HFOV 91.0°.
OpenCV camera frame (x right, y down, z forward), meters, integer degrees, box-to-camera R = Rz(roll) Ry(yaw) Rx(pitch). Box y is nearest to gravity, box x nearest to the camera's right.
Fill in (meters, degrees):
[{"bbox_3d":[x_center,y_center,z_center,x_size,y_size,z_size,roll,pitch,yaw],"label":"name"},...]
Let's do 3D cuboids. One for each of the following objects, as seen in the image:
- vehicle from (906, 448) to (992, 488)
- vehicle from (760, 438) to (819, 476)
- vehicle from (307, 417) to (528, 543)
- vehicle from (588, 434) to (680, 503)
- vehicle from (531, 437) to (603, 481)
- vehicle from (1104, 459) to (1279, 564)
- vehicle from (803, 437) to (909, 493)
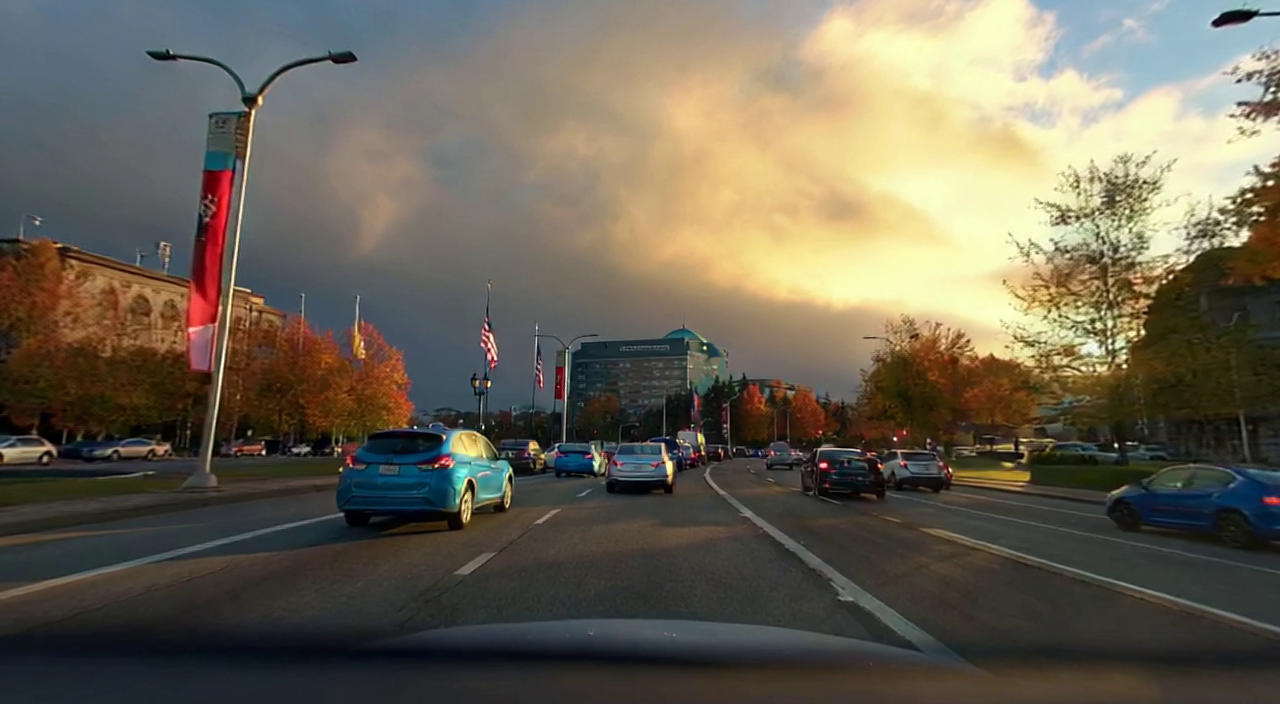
[{"bbox_3d":[14.929,5.600,30.732,2.087,1.745,4.673,0,-9,4],"label":"vehicle"},{"bbox_3d":[7.403,5.229,31.613,2.017,1.746,4.727,0,-9,3],"label":"vehicle"},{"bbox_3d":[-3.359,2.031,10.590,1.988,1.635,4.260,0,-9,2],"label":"vehicle"},{"bbox_3d":[-0.053,2.963,16.411,2.090,1.506,4.276,0,-9,2],"label":"vehicle"},{"bbox_3d":[-2.782,4.202,25.059,1.974,1.549,4.603,0,-9,5],"label":"vehicle"},{"bbox_3d":[10.386,2.639,10.900,1.749,1.481,3.808,1,-9,0],"label":"vehicle"},{"bbox_3d":[6.644,3.506,19.930,1.944,1.544,4.301,0,-9,1],"label":"vehicle"}]
